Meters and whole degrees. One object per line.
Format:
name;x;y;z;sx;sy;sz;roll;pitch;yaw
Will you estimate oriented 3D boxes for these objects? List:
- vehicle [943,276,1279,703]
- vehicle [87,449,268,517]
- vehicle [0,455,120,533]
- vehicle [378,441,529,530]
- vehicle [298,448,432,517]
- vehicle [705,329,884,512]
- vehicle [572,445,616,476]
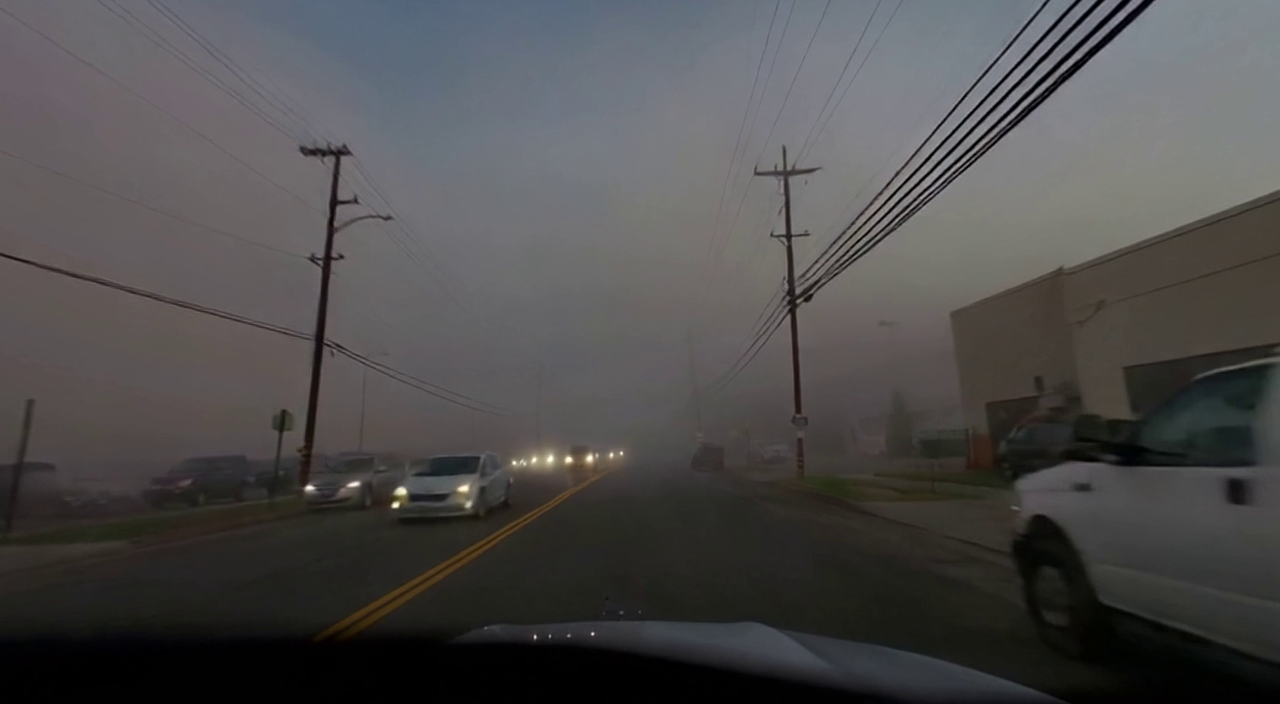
vehicle;3.636;0.672;2.145;2.249;2.026;6.211;0;-9;1
vehicle;-14.284;4.034;19.992;2.001;1.838;4.855;0;-9;0
vehicle;-14.484;3.233;14.323;1.869;1.633;4.092;-5;-10;1
vehicle;-3.877;2.832;13.957;2.020;1.528;4.258;-3;-9;0
vehicle;-8.110;3.827;19.185;1.954;1.622;4.761;-5;-9;0
vehicle;3.664;2.078;17.491;2.874;3.757;8.612;1;-9;1
vehicle;-2.656;6.347;37.165;2.061;1.679;4.042;-1;-9;3
